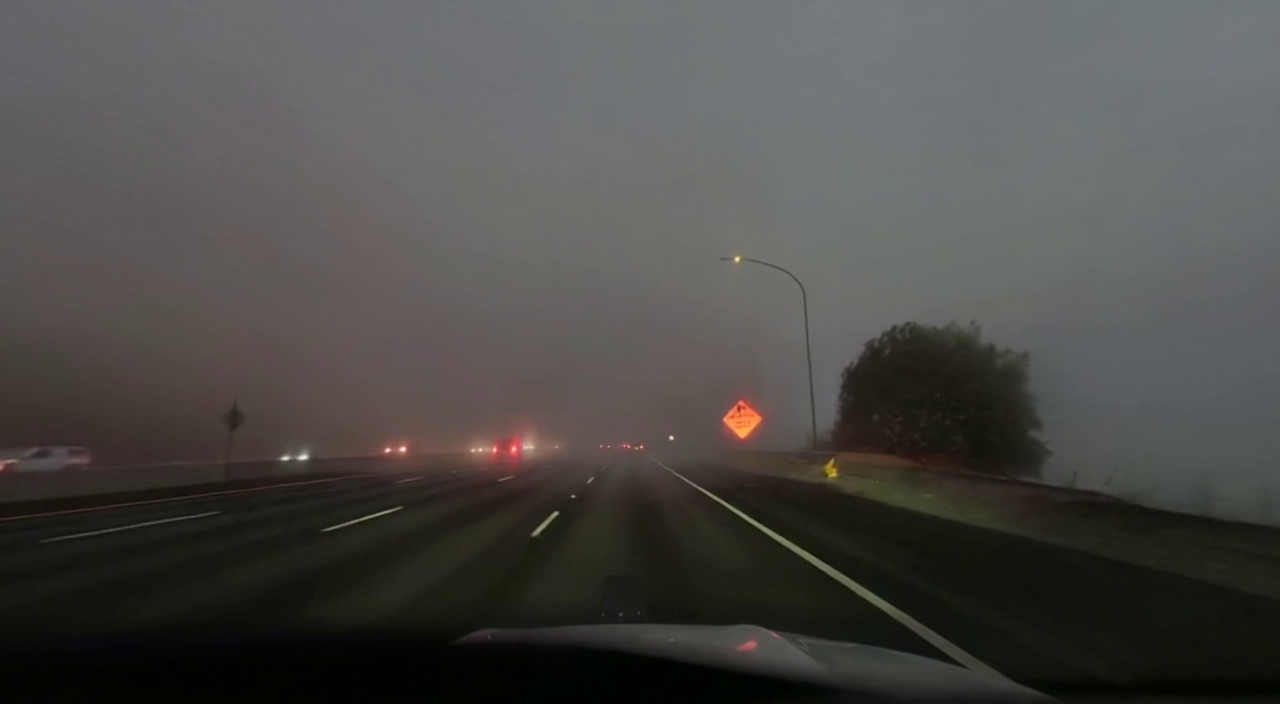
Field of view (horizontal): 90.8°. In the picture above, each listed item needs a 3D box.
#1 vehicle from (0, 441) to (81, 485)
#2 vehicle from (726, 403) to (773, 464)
[{"bbox_3d":[-28.440,4.910,28.073,2.264,1.879,5.322,0,-8,-1],"label":"vehicle"},{"bbox_3d":[6.677,5.029,38.828,2.397,3.584,2.509,0,-8,1],"label":"vehicle"}]
